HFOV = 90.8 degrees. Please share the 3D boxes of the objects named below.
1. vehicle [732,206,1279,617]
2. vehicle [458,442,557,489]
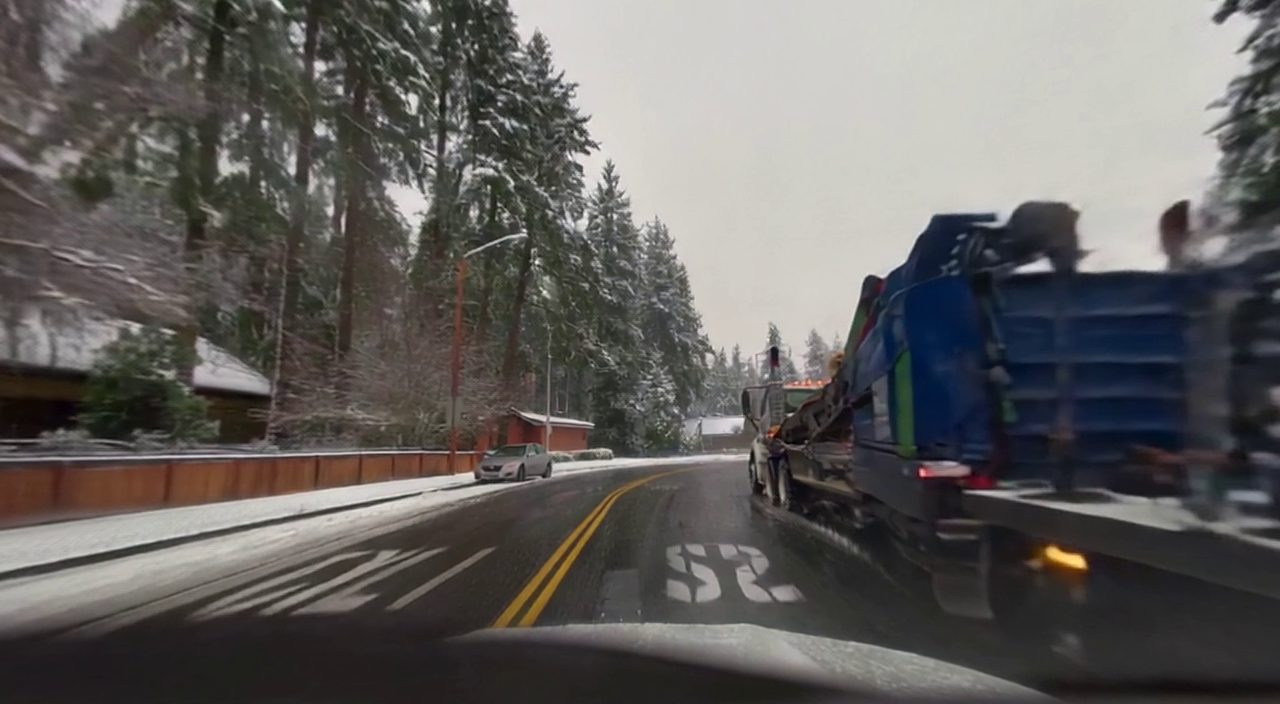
[{"bbox_3d":[3.915,1.436,11.001,2.834,3.143,12.517,0,-10,0],"label":"vehicle"},{"bbox_3d":[-4.539,3.938,22.382,1.930,1.487,4.213,-1,-8,10],"label":"vehicle"}]
